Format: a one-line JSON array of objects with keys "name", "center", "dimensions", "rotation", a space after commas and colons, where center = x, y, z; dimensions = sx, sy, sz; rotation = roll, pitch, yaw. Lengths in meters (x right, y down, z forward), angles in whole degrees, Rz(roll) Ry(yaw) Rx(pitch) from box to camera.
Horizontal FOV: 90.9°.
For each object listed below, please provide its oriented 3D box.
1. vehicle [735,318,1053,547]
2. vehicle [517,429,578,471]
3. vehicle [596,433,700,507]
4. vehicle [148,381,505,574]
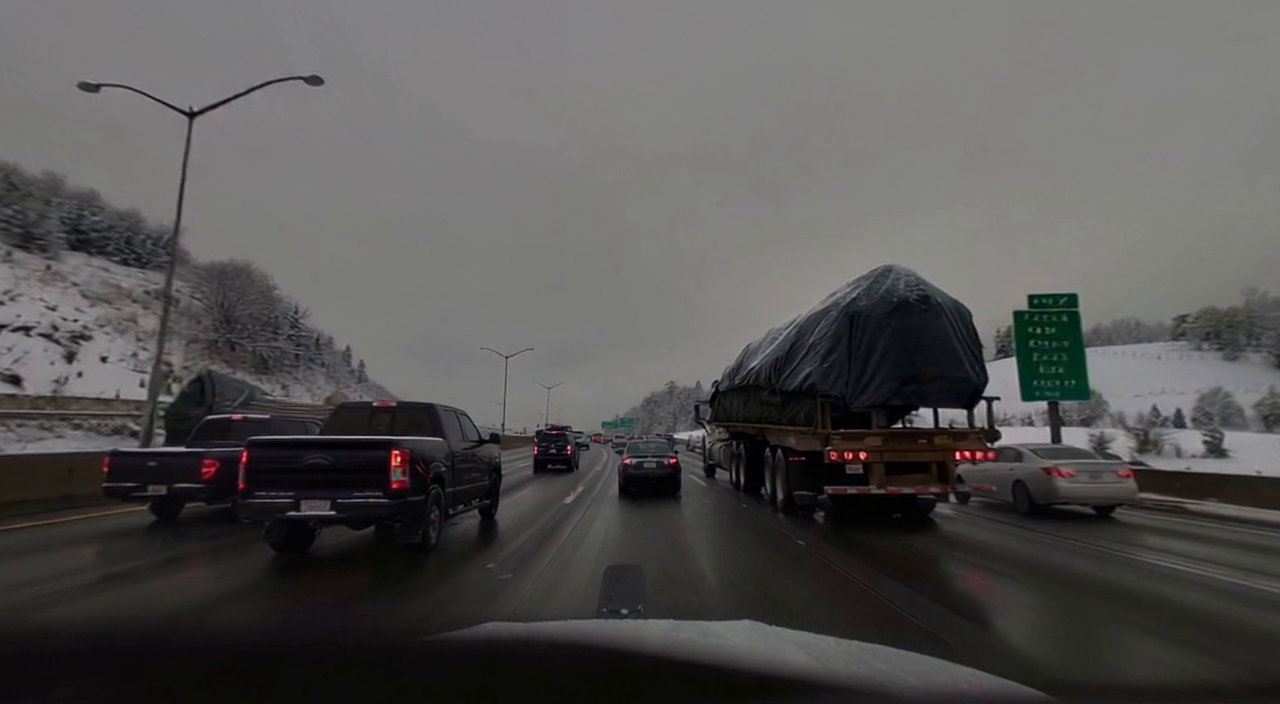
[{"name": "vehicle", "center": [3.401, 1.290, 10.159], "dimensions": [2.790, 2.718, 5.253], "rotation": [0, -8, -1]}, {"name": "vehicle", "center": [-4.326, 4.678, 30.402], "dimensions": [2.348, 1.821, 5.061], "rotation": [0, -8, -2]}, {"name": "vehicle", "center": [0.093, 2.673, 14.767], "dimensions": [2.105, 1.471, 3.978], "rotation": [0, -8, -2]}, {"name": "vehicle", "center": [-3.674, 1.622, 8.982], "dimensions": [2.318, 1.902, 5.374], "rotation": [0, -8, 0]}]
